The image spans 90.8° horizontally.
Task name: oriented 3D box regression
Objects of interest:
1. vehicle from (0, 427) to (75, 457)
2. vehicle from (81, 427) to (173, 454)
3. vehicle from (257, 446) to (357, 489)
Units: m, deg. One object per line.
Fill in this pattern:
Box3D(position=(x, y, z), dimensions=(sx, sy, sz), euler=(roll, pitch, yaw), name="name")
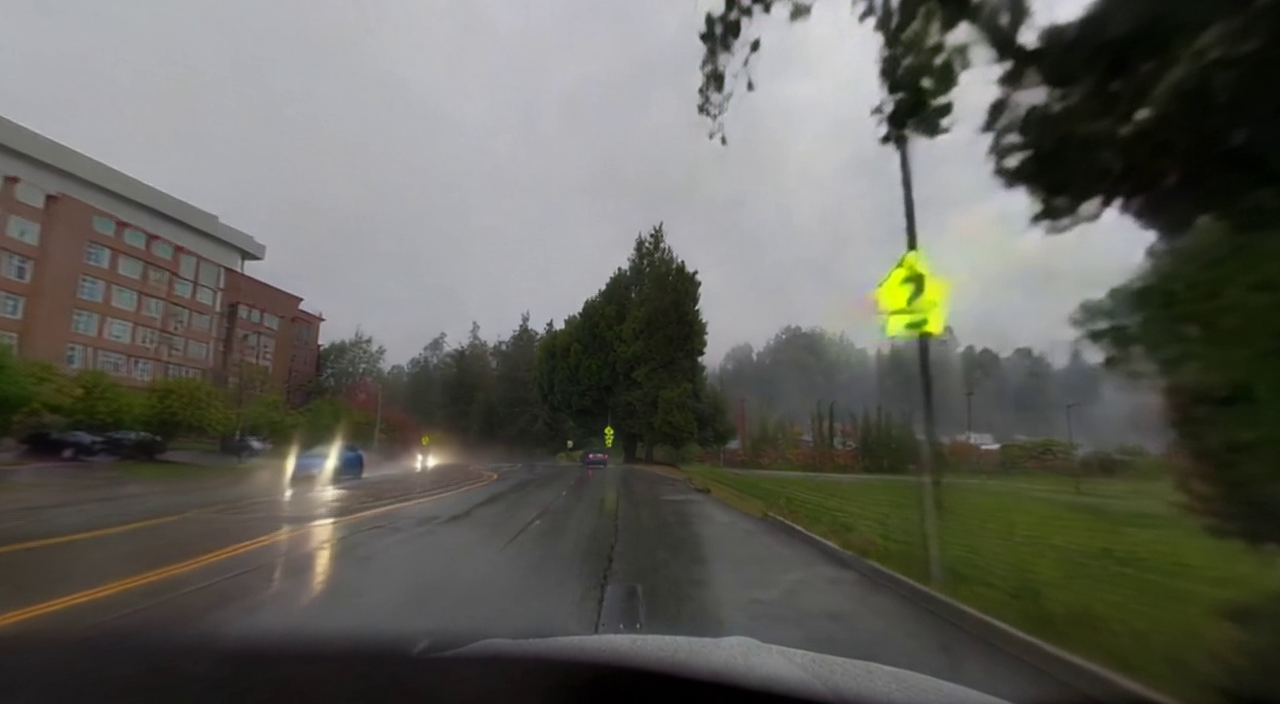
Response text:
Box3D(position=(-35.237, 5.218, 36.476), dimensions=(4.083, 1.464, 1.747), euler=(-2, -16, 16), name="vehicle")
Box3D(position=(-34.007, 5.921, 41.907), dimensions=(4.506, 1.654, 2.239), euler=(-3, -10, 12), name="vehicle")
Box3D(position=(-12.792, 4.423, 24.582), dimensions=(1.793, 1.486, 4.048), euler=(0, -9, -2), name="vehicle")
